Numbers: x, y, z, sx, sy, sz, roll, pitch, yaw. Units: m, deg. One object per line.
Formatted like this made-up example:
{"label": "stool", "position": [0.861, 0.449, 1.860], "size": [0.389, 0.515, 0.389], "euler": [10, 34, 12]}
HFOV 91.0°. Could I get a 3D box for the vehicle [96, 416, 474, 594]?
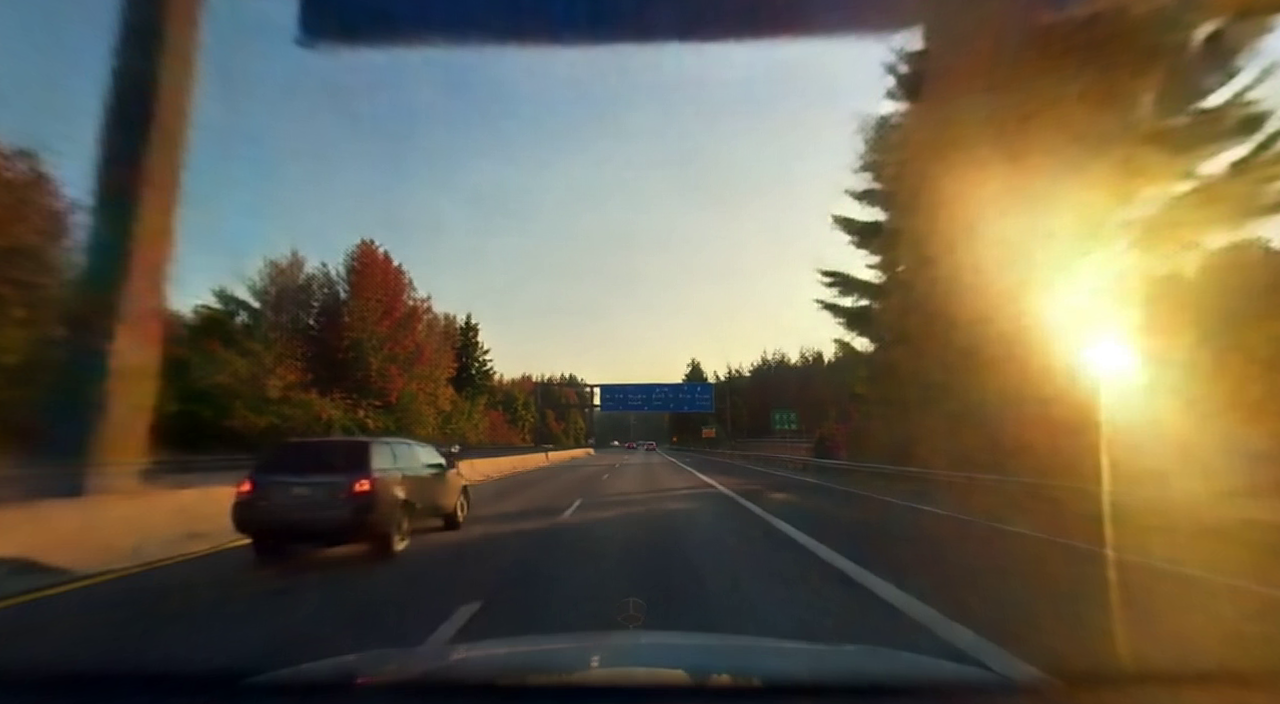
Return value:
{"label": "vehicle", "position": [-3.683, 1.645, 7.684], "size": [2.051, 1.531, 4.250], "euler": [0, -8, 1]}
